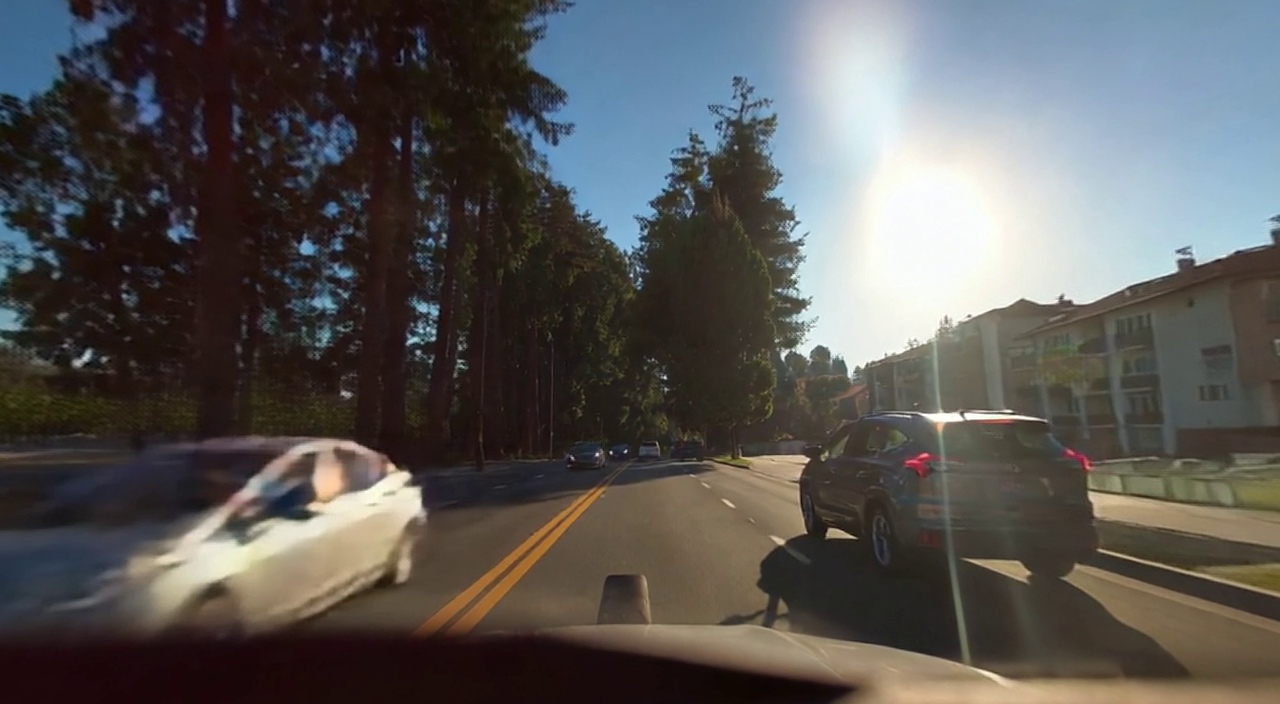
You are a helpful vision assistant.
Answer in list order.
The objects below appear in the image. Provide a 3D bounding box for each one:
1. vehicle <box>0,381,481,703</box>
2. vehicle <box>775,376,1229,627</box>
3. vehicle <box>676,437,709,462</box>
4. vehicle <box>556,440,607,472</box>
[{"bbox_3d":[-2.931,1.198,4.550,2.182,1.486,4.809,0,-8,1],"label":"vehicle"},{"bbox_3d":[3.280,1.497,7.353,2.219,1.881,5.104,0,-8,0],"label":"vehicle"},{"bbox_3d":[3.926,7.354,47.582,2.069,1.791,4.422,0,-8,0],"label":"vehicle"},{"bbox_3d":[-2.934,5.318,32.435,2.096,1.515,4.481,0,-8,2],"label":"vehicle"}]
